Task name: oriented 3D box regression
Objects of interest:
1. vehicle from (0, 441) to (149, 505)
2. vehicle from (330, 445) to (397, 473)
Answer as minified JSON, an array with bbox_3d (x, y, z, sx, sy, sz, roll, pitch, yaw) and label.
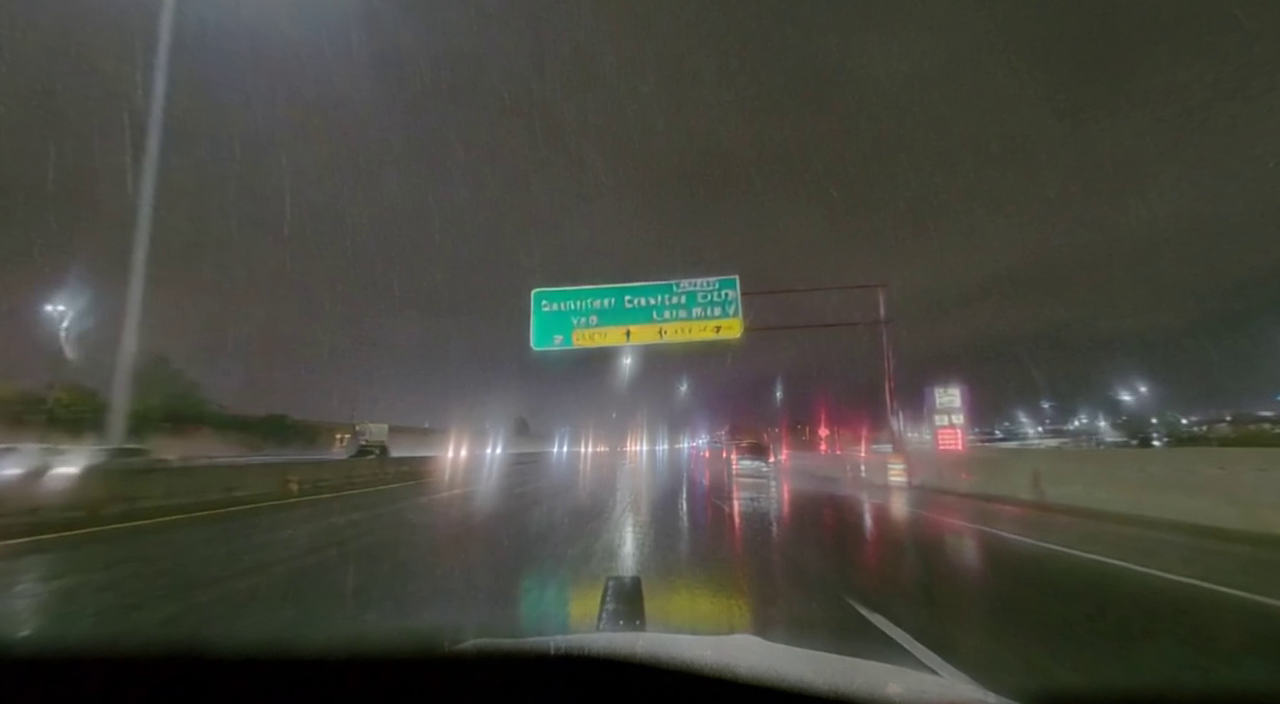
[{"bbox_3d":[-16.345,3.246,17.264,1.937,1.515,4.594,-1,-9,2],"label":"vehicle"},{"bbox_3d":[-16.186,6.289,37.115,1.871,1.485,4.332,-1,-9,2],"label":"vehicle"}]
